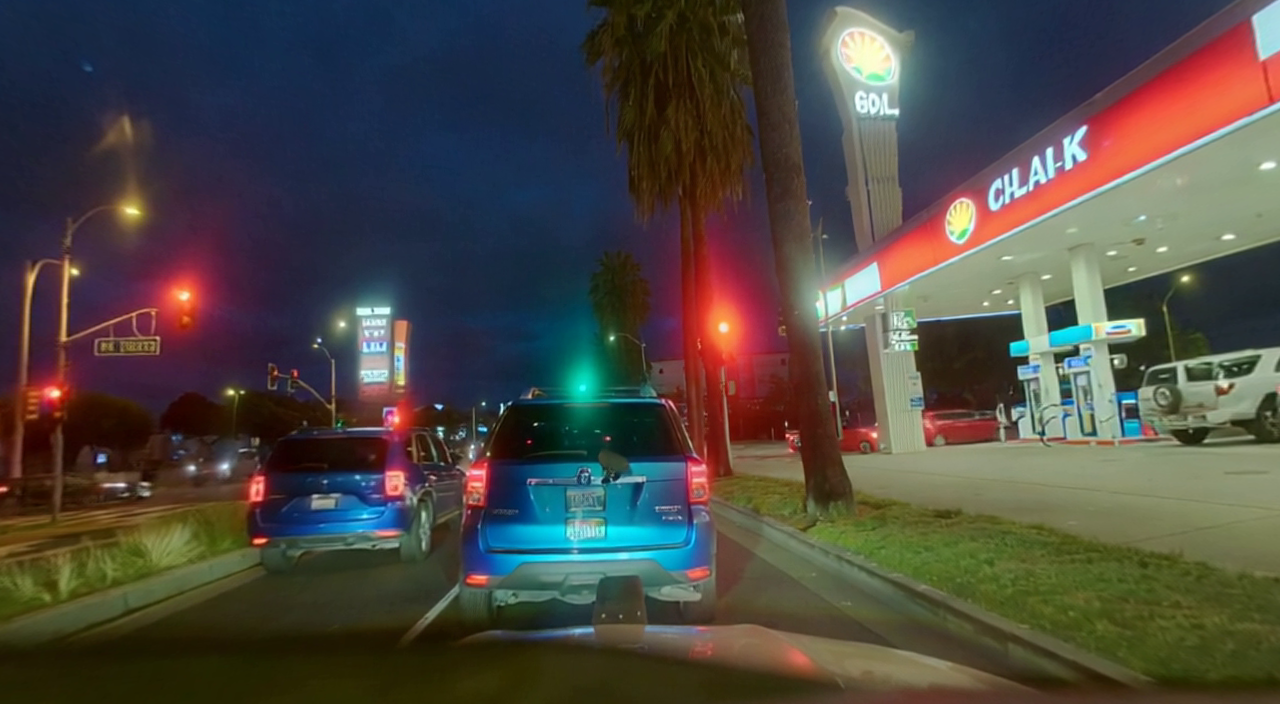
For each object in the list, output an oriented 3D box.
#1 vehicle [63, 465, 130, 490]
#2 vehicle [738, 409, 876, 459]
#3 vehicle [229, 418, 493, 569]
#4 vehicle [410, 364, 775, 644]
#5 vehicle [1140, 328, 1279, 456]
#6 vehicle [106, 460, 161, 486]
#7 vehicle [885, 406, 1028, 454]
[{"bbox_3d":[-38.320,8.862,44.641,2.008,1.528,3.242,0,-8,-6],"label":"vehicle"},{"bbox_3d":[7.147,3.562,27.440,5.307,2.076,2.122,0,-8,-5],"label":"vehicle"},{"bbox_3d":[-3.760,1.982,9.784,2.097,1.692,5.030,0,-8,-4],"label":"vehicle"},{"bbox_3d":[-0.495,1.390,6.884,2.519,1.913,4.819,0,-8,-5],"label":"vehicle"},{"bbox_3d":[9.999,0.634,8.837,4.374,1.571,1.963,0,-8,-4],"label":"vehicle"},{"bbox_3d":[-36.105,8.625,45.071,1.465,1.367,3.238,-6,-5,-5],"label":"vehicle"},{"bbox_3d":[13.814,3.439,27.794,5.033,1.999,2.259,0,-8,-3],"label":"vehicle"}]
